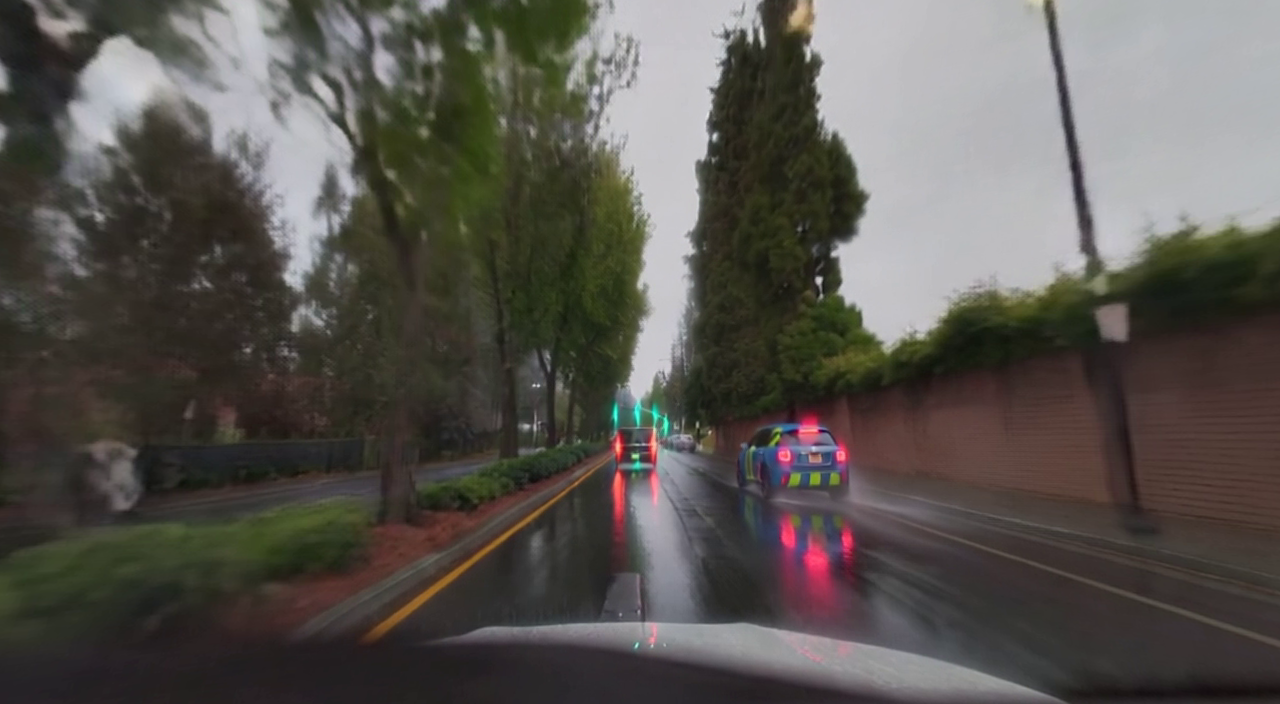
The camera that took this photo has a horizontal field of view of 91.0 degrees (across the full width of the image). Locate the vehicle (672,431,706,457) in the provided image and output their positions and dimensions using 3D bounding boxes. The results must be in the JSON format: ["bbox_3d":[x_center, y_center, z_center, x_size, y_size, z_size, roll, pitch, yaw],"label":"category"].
[{"bbox_3d":[3.197,6.114,41.574,1.863,1.610,3.726,0,-9,-1],"label":"vehicle"}]

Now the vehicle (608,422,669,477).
[{"bbox_3d":[-0.084,3.406,22.046,1.984,1.777,3.148,0,-9,-1],"label":"vehicle"}]

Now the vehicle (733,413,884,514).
[{"bbox_3d":[3.201,2.224,12.918,1.840,1.709,4.202,0,-9,-1],"label":"vehicle"}]
